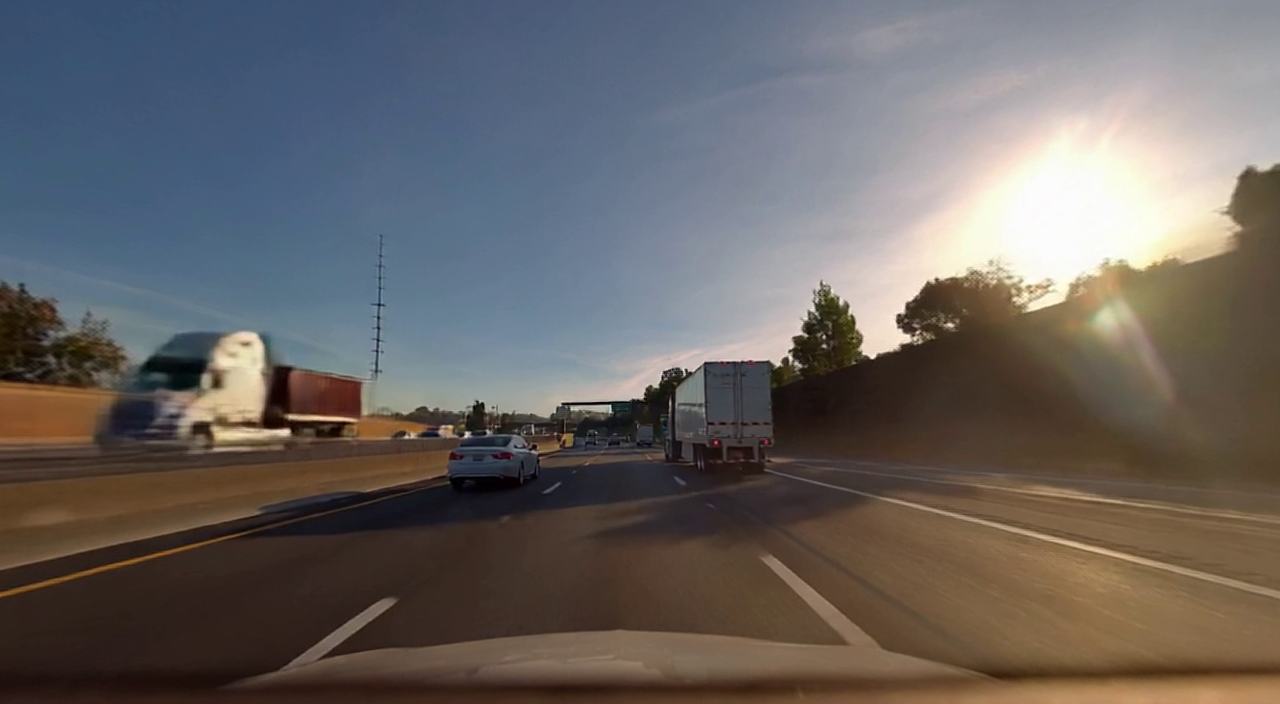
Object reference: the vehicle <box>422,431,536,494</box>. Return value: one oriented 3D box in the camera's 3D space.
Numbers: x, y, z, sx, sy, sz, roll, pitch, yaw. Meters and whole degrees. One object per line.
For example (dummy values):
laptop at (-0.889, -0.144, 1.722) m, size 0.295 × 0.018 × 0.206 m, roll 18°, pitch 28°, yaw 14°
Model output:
vehicle at (-4.106, 2.862, 16.874) m, size 1.971 × 1.444 × 4.401 m, roll 0°, pitch -8°, yaw -1°

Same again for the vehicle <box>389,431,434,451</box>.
vehicle at (-17.174, 6.706, 47.530) m, size 1.806 × 1.429 × 4.397 m, roll 0°, pitch -8°, yaw -1°

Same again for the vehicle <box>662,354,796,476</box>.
vehicle at (3.215, 3.017, 28.113) m, size 3.241 × 4.042 × 14.292 m, roll 0°, pitch -8°, yaw -3°

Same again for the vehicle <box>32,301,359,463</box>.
vehicle at (-12.282, 1.313, 19.295) m, size 2.938 × 3.692 × 9.880 m, roll 0°, pitch -8°, yaw -1°
